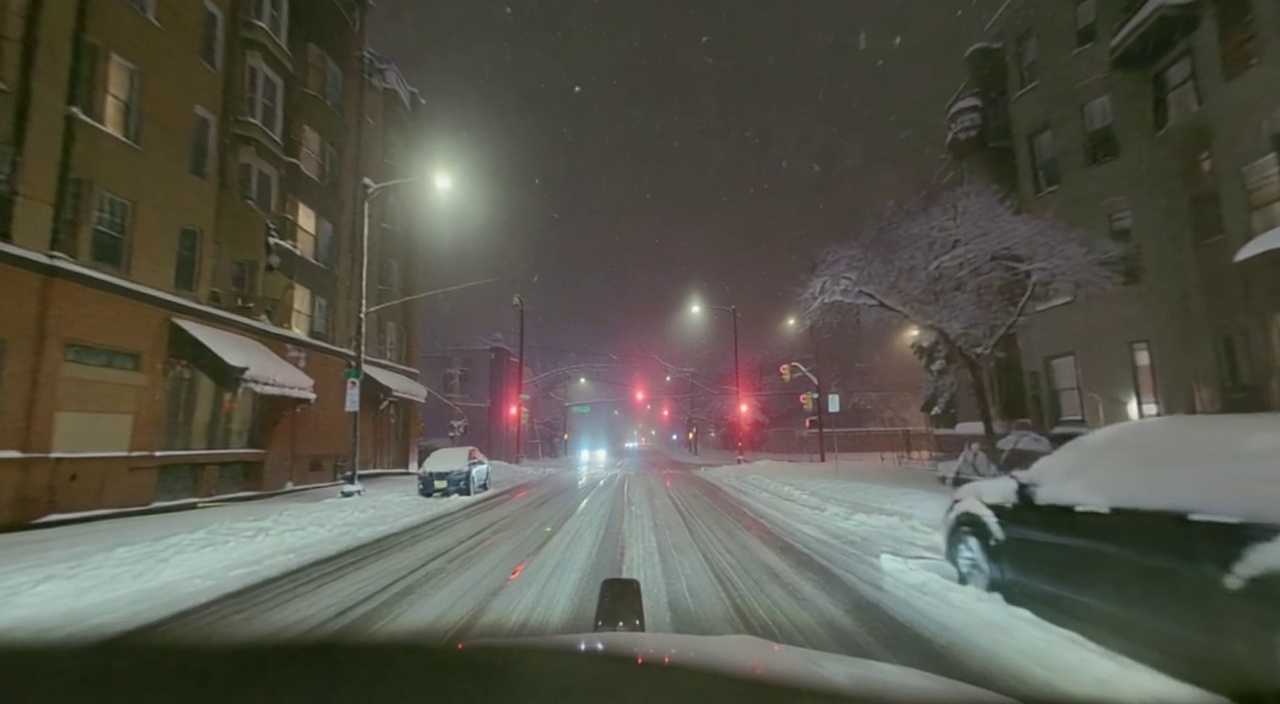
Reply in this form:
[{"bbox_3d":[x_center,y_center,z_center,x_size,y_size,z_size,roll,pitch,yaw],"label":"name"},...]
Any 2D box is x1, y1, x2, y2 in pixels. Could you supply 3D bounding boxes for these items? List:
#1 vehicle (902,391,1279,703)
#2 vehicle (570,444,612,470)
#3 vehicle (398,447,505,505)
[{"bbox_3d":[4.015,1.231,4.403,2.082,1.662,4.753,0,-8,-4],"label":"vehicle"},{"bbox_3d":[-2.753,6.044,36.641,2.029,1.438,4.313,0,-8,1],"label":"vehicle"},{"bbox_3d":[-5.783,3.811,19.972,1.947,1.473,4.397,-4,-8,1],"label":"vehicle"}]
